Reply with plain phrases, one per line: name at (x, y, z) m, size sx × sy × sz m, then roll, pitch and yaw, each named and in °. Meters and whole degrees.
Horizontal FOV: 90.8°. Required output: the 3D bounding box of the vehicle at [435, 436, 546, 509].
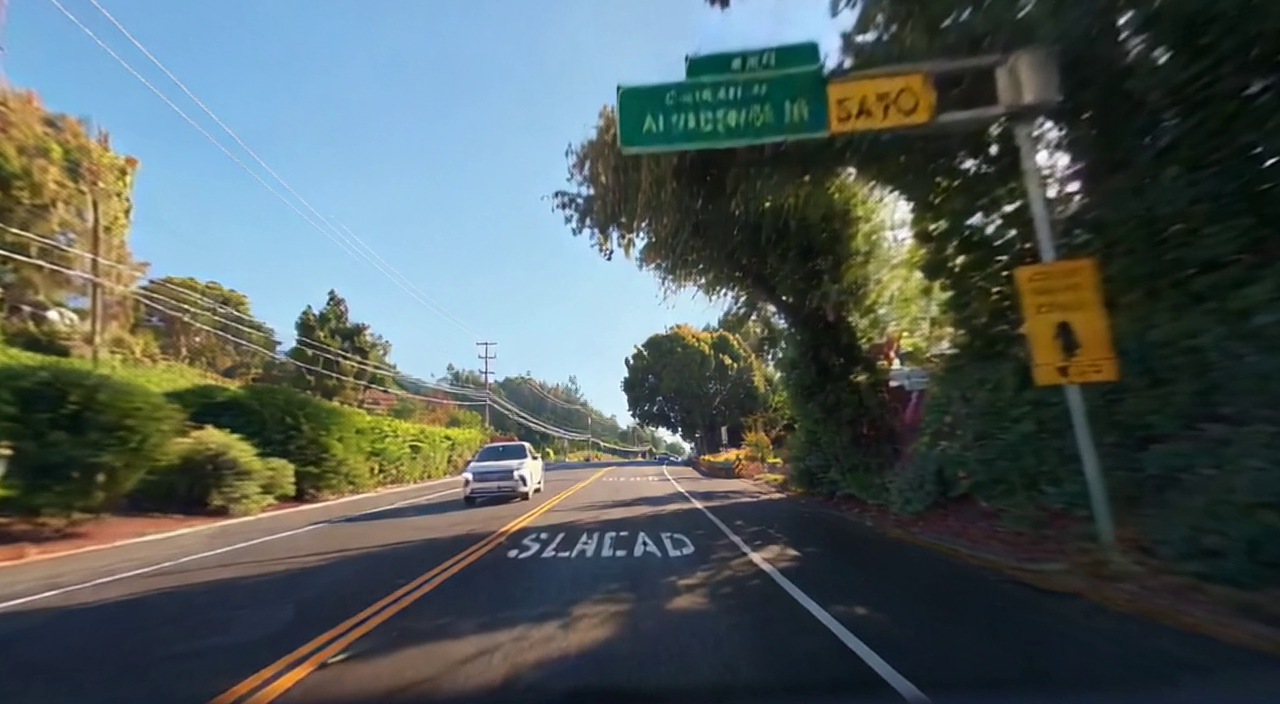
vehicle at (-3.999, 3.294, 17.711) m, size 2.018 × 1.702 × 4.423 m, roll -2°, pitch -9°, yaw 0°
